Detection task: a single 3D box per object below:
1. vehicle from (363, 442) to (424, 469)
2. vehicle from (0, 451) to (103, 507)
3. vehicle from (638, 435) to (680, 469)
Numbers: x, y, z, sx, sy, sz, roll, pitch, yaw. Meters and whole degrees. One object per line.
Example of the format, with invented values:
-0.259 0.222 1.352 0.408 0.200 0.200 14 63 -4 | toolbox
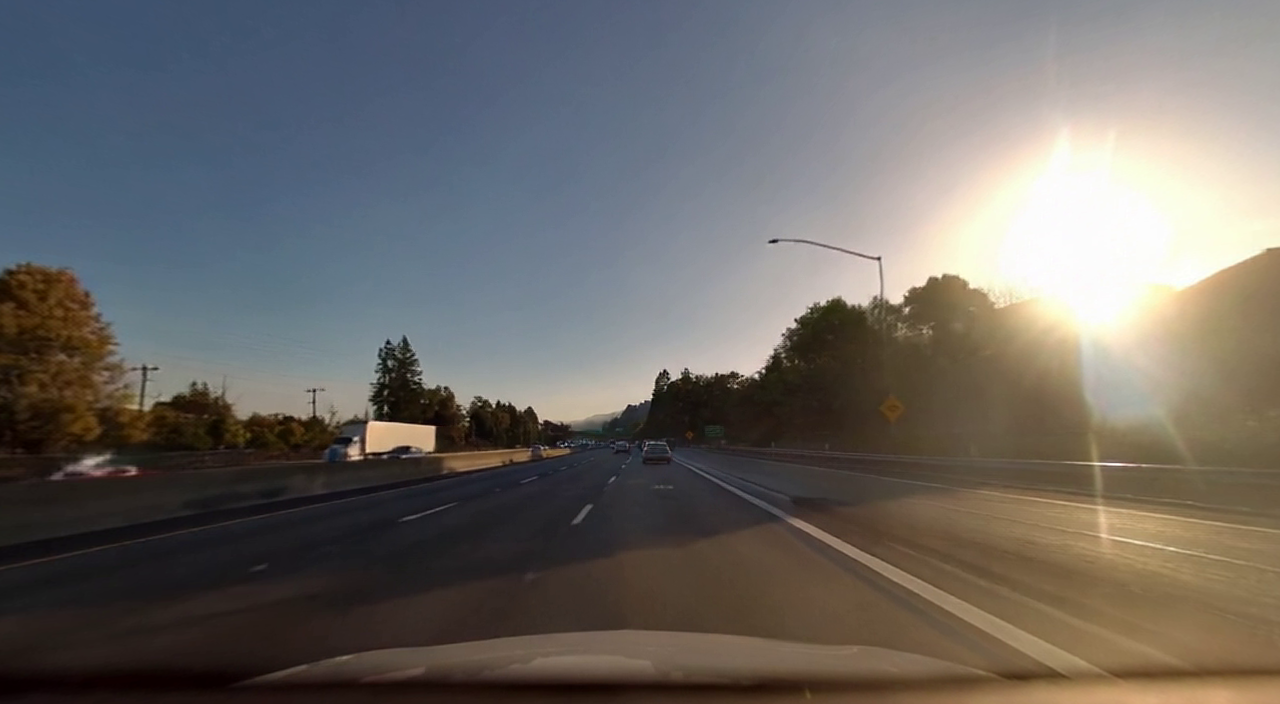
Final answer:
-17.338 7.262 44.670 2.064 1.785 5.368 0 -8 1 | vehicle
-21.178 4.245 21.358 2.074 1.726 4.377 0 -8 0 | vehicle
1.036 5.698 36.059 2.260 1.766 4.348 0 -8 0 | vehicle
